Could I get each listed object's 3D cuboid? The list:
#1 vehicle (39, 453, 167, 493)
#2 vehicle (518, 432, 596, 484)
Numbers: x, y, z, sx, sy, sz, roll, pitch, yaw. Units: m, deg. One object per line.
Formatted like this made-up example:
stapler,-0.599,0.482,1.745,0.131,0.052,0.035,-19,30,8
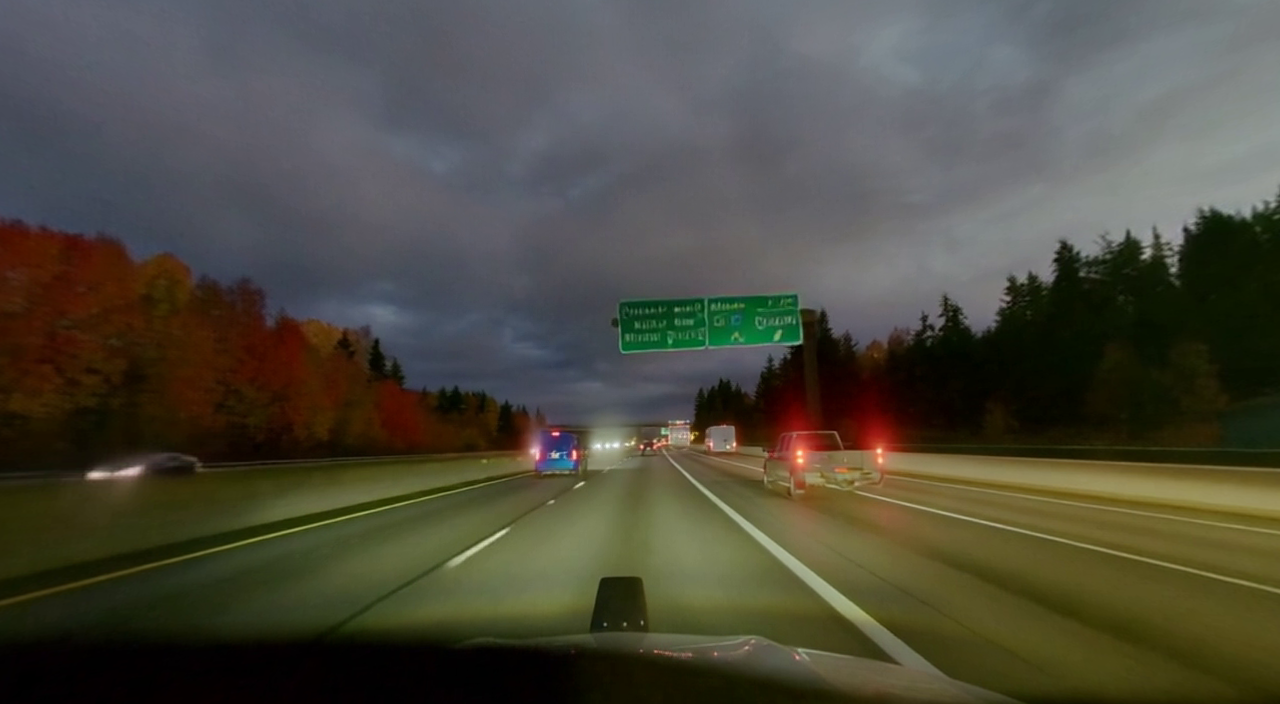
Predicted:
vehicle,-23.147,5.200,27.348,1.803,1.487,4.200,0,-8,1
vehicle,-2.920,3.857,23.269,2.177,1.707,4.432,0,-8,1
